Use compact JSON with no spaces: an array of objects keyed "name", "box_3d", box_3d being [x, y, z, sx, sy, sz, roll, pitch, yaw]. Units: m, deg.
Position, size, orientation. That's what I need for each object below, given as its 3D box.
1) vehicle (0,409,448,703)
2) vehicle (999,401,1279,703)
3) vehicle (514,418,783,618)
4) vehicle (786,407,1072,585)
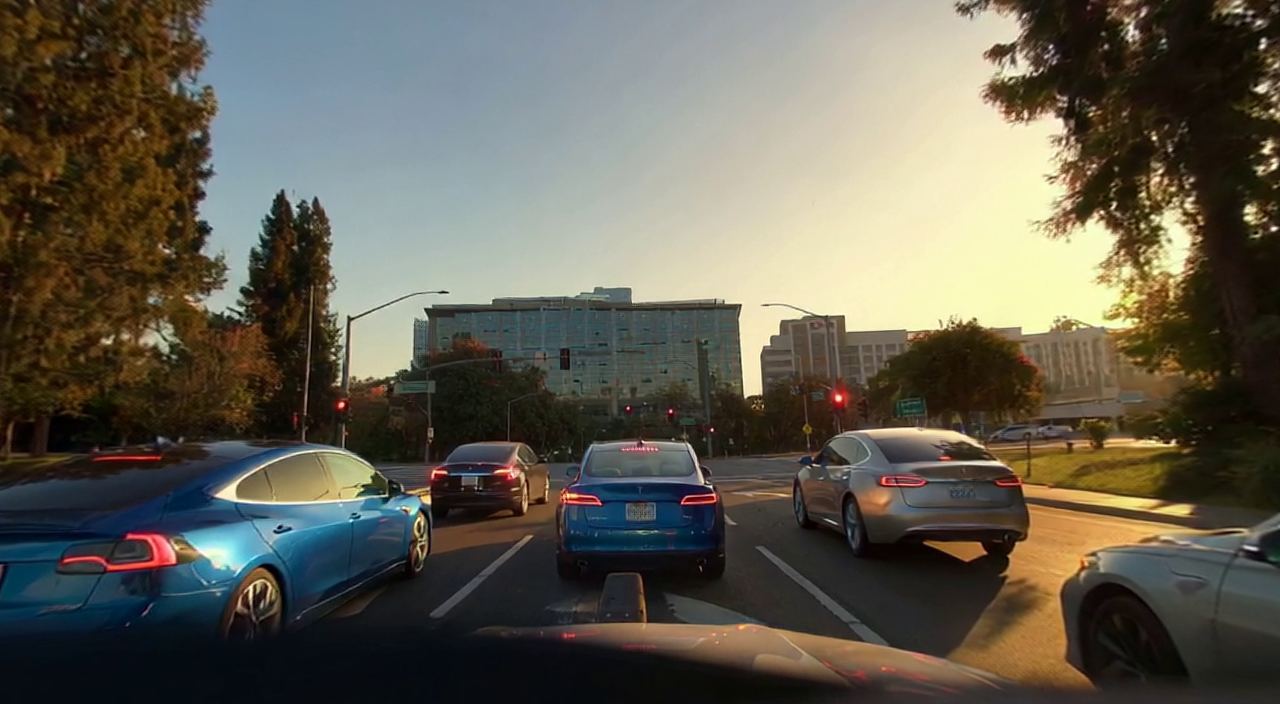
[{"name":"vehicle","box_3d":[-3.083,1.285,4.508,2.015,1.478,4.407,0,-8,0]},{"name":"vehicle","box_3d":[3.309,0.853,1.704,1.951,1.522,4.614,0,-8,0]},{"name":"vehicle","box_3d":[0.032,1.642,7.219,2.144,1.563,4.218,0,-8,-1]},{"name":"vehicle","box_3d":[3.403,1.763,8.465,1.938,1.732,4.006,2,-9,0]}]
